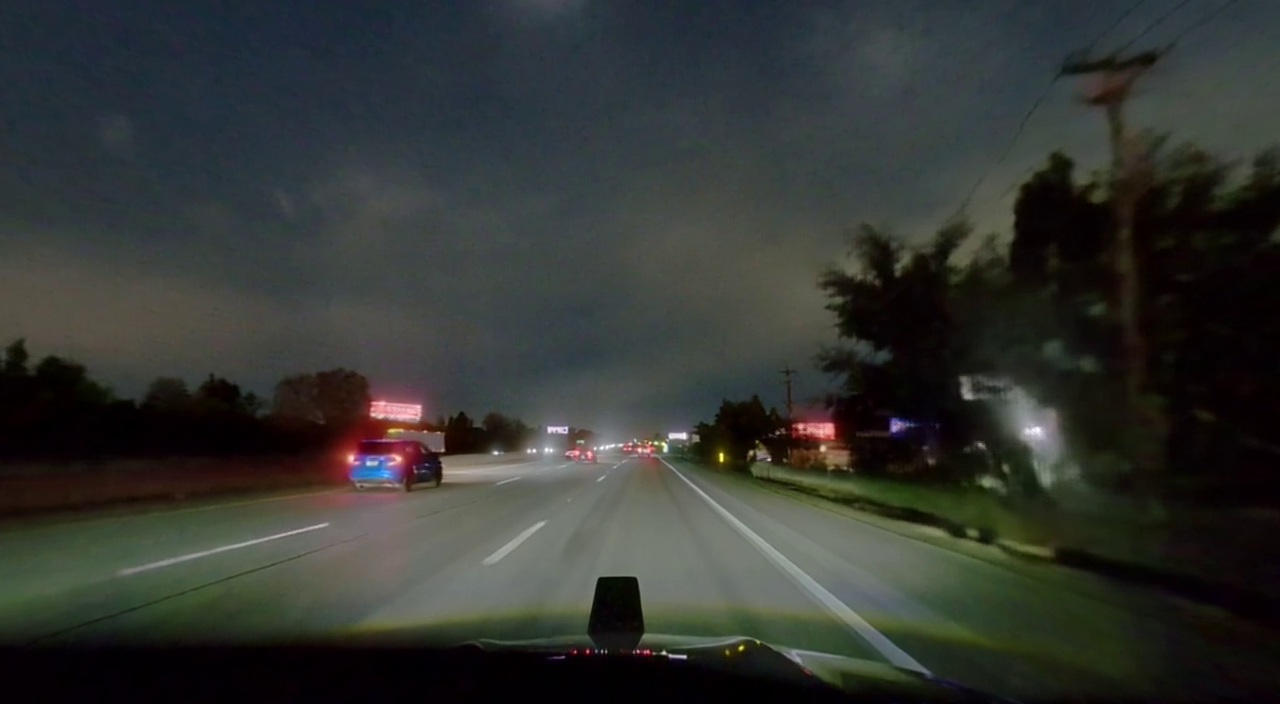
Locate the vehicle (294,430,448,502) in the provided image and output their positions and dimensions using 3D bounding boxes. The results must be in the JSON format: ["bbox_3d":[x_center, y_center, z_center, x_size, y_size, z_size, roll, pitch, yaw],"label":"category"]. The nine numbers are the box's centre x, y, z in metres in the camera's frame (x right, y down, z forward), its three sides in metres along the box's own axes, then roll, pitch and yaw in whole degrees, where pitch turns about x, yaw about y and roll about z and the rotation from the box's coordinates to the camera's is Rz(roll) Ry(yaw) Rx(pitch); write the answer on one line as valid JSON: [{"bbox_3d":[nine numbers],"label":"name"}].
[{"bbox_3d":[-7.172,3.090,17.470,2.055,1.683,4.804,0,-9,1],"label":"vehicle"}]
